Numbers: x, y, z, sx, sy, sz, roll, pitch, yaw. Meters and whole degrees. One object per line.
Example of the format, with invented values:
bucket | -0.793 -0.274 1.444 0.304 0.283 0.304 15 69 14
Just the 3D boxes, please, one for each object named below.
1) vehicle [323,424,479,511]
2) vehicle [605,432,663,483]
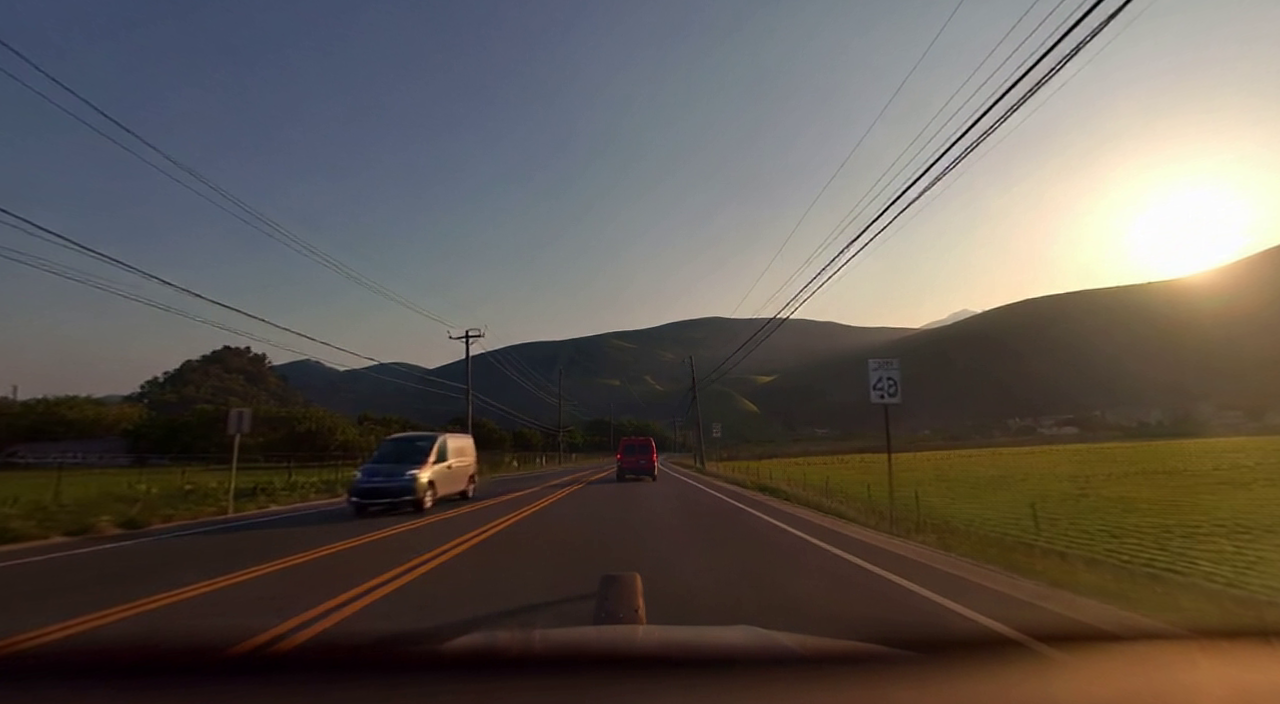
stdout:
vehicle | -6.538 3.213 18.059 2.213 2.108 5.027 0 -9 4
vehicle | -0.204 4.822 29.091 2.454 2.144 4.535 0 -8 1
